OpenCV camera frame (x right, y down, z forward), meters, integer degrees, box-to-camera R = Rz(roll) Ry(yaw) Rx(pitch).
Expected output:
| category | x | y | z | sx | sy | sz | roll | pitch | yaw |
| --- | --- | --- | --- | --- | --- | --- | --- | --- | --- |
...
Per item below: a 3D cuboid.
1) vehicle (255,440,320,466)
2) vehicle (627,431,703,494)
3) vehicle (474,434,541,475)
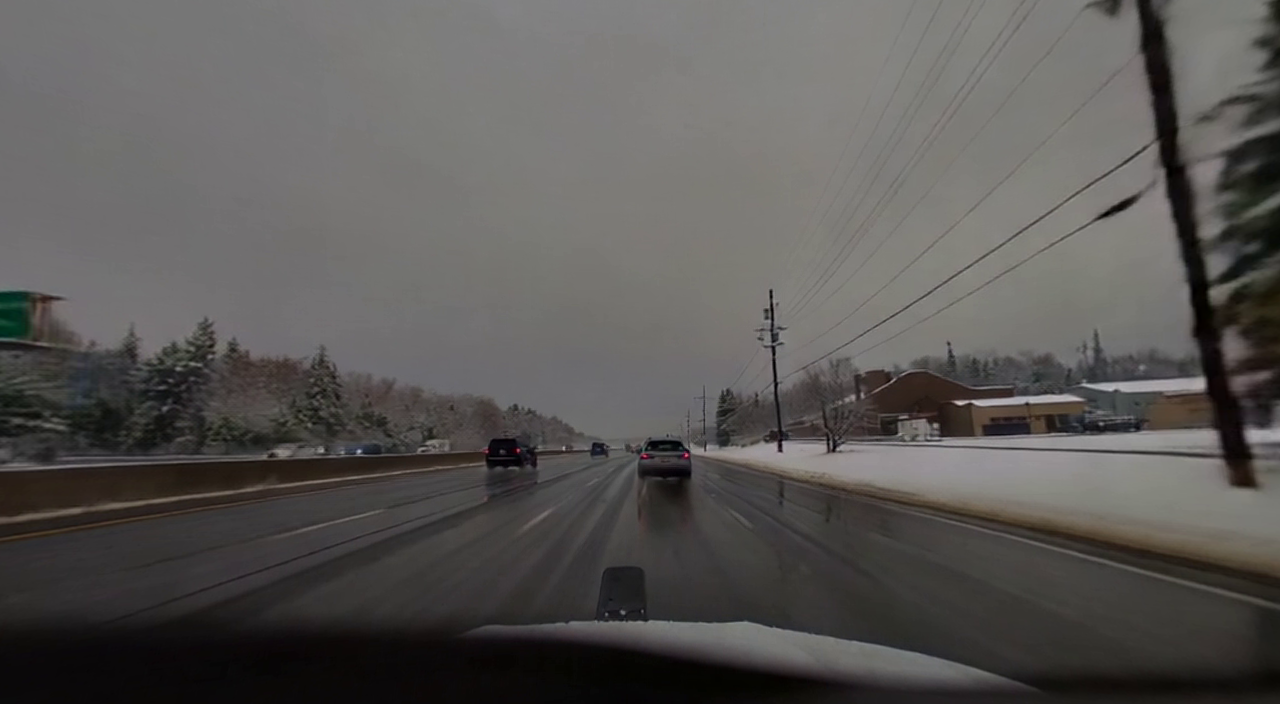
| category | x | y | z | sx | sy | sz | roll | pitch | yaw |
| --- | --- | --- | --- | --- | --- | --- | --- | --- | --- |
| vehicle | -20.603 | 5.906 | 37.046 | 1.670 | 1.446 | 3.640 | 0 | -8 | 1 |
| vehicle | 0.704 | 3.386 | 19.774 | 2.134 | 1.733 | 4.049 | 0 | -8 | 0 |
| vehicle | -6.409 | 4.998 | 31.050 | 2.220 | 1.841 | 4.516 | 0 | -8 | 1 |
